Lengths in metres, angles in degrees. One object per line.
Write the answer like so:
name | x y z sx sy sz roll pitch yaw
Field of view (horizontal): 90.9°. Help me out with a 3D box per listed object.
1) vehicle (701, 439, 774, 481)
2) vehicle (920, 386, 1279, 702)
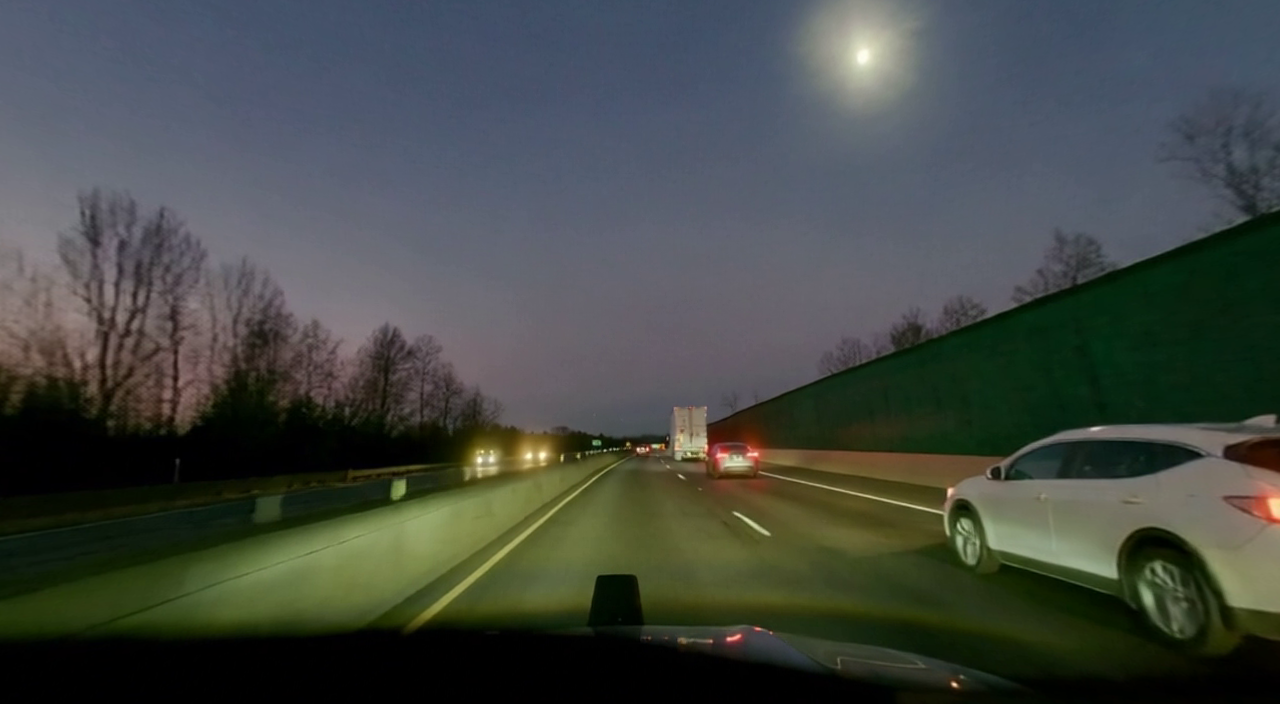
vehicle | 3.666 4.136 24.490 2.000 1.473 4.440 1 -8 -2
vehicle | 4.057 1.178 4.703 1.940 1.539 4.005 1 -8 -2
